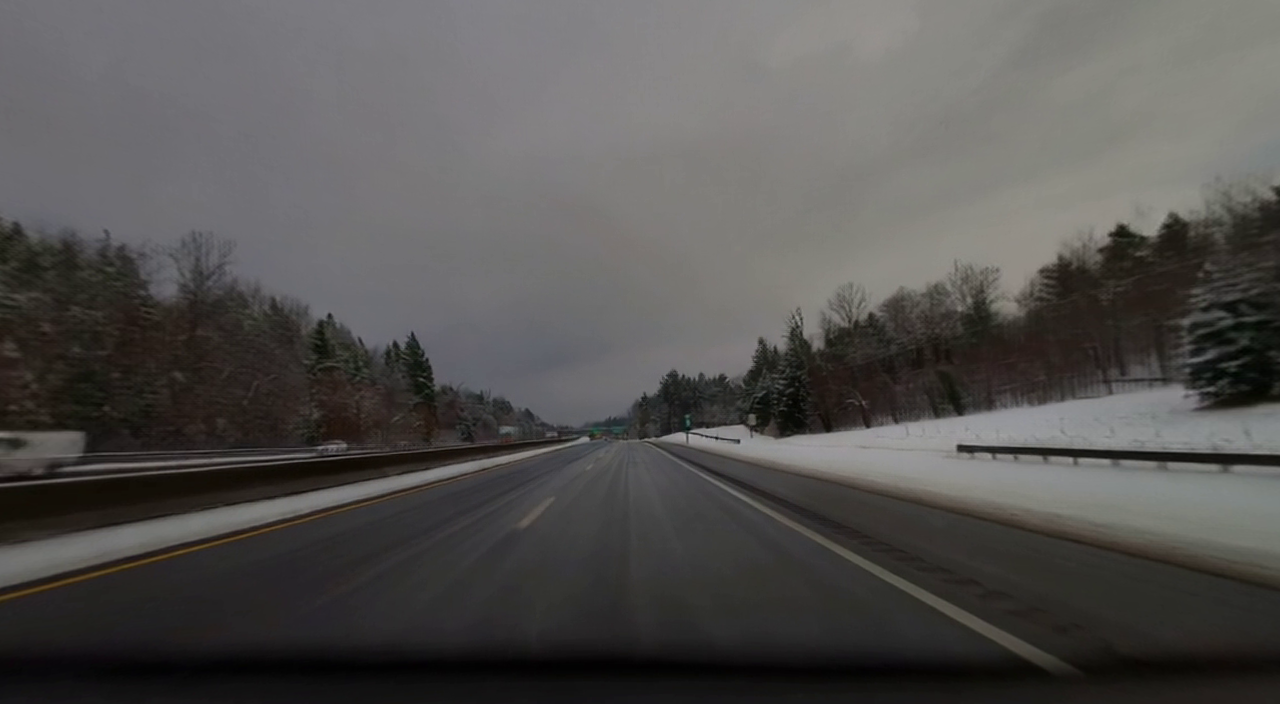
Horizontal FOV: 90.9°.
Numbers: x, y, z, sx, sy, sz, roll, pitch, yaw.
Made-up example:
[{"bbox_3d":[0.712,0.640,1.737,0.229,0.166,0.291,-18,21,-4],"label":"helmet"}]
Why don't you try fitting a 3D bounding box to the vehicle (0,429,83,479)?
[{"bbox_3d":[-29.877,4.745,29.537,2.218,2.231,5.714,0,-8,-1],"label":"vehicle"}]
